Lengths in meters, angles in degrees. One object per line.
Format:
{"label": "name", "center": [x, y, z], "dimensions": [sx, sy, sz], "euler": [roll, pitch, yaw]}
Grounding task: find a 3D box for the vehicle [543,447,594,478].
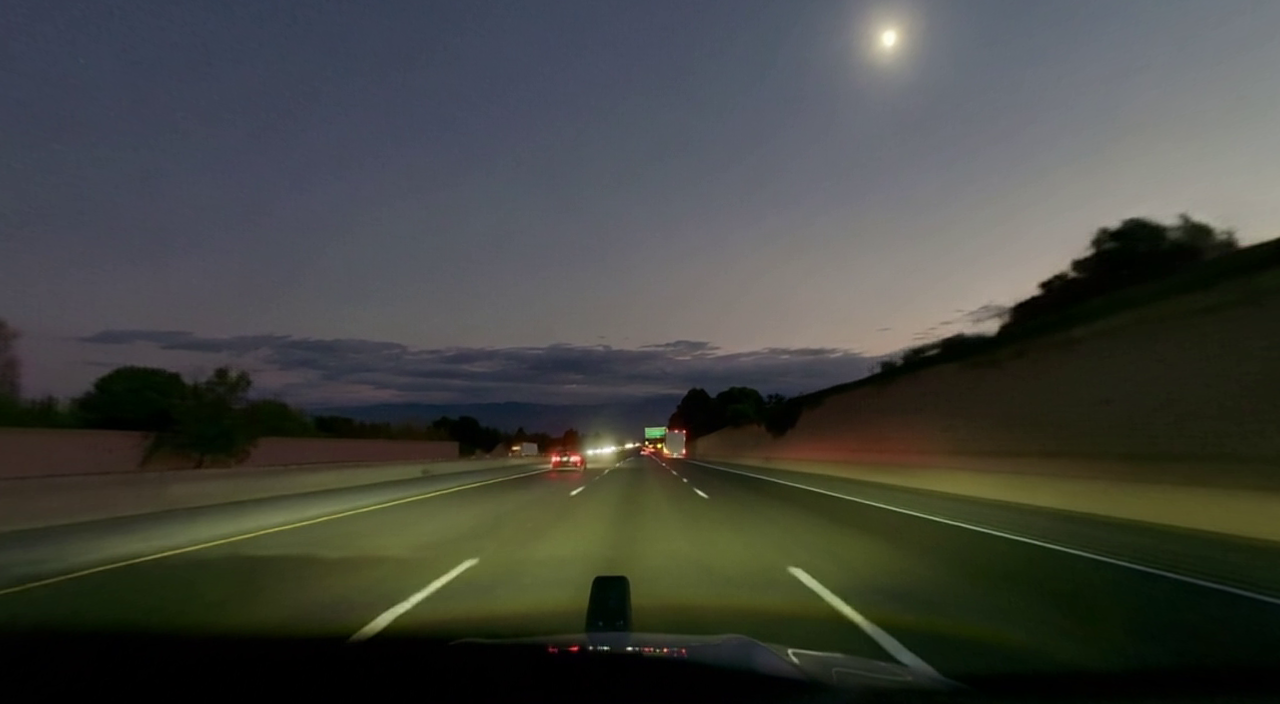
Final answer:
{"label": "vehicle", "center": [-3.819, 5.991, 34.503], "dimensions": [2.129, 1.559, 5.272], "euler": [0, -9, 1]}
